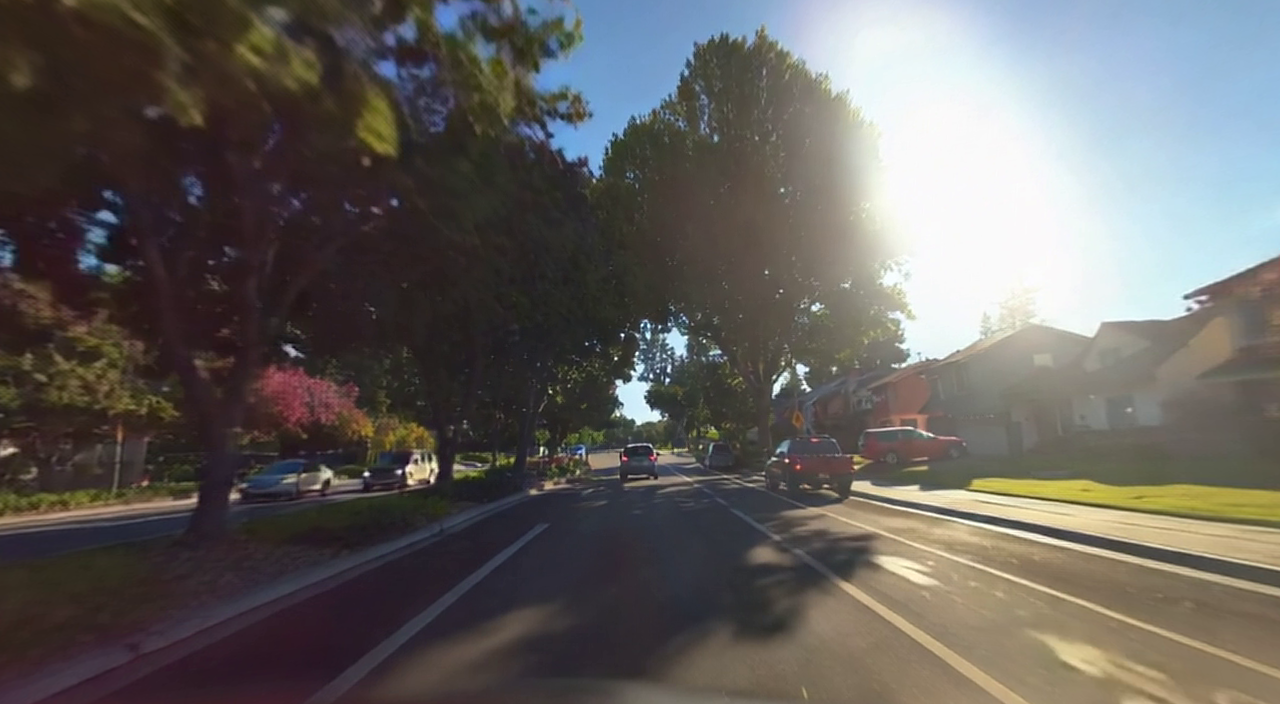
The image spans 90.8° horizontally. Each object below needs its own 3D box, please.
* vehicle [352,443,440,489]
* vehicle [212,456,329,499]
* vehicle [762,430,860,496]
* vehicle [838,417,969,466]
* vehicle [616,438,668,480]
[{"bbox_3d":[-10.288,4.801,27.041,2.028,1.759,4.360,0,-8,0],"label":"vehicle"},{"bbox_3d":[-14.365,4.871,24.926,1.840,1.450,4.521,0,-8,1],"label":"vehicle"},{"bbox_3d":[5.122,3.367,19.656,2.045,1.776,4.851,0,-8,5],"label":"vehicle"},{"bbox_3d":[11.921,4.119,28.862,4.919,1.886,2.086,-3,-10,2],"label":"vehicle"},{"bbox_3d":[0.112,4.578,27.374,2.106,1.655,3.717,0,-8,1],"label":"vehicle"}]
